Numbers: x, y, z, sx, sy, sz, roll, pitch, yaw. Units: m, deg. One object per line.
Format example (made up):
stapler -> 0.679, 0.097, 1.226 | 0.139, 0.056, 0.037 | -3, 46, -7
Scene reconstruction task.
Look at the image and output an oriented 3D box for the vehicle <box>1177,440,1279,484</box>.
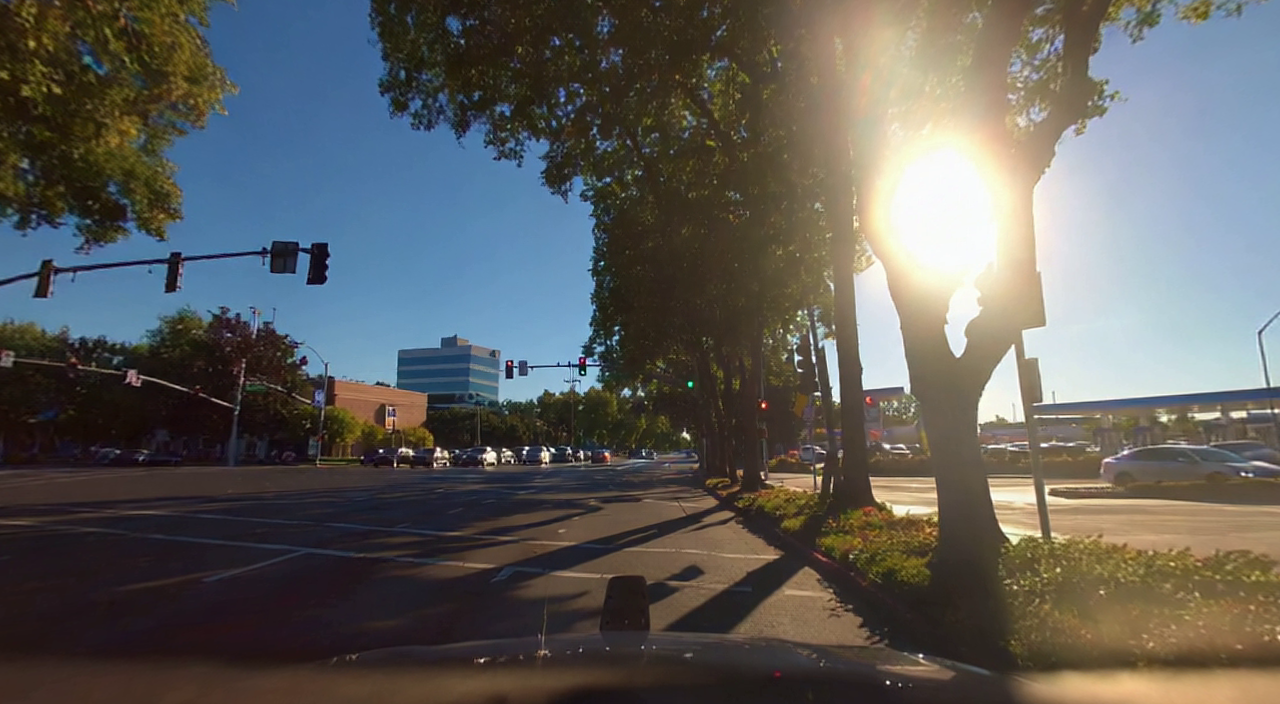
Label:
vehicle -> 22.091, 3.783, 21.835 | 4.716, 1.455, 2.060 | -3, -9, 17
